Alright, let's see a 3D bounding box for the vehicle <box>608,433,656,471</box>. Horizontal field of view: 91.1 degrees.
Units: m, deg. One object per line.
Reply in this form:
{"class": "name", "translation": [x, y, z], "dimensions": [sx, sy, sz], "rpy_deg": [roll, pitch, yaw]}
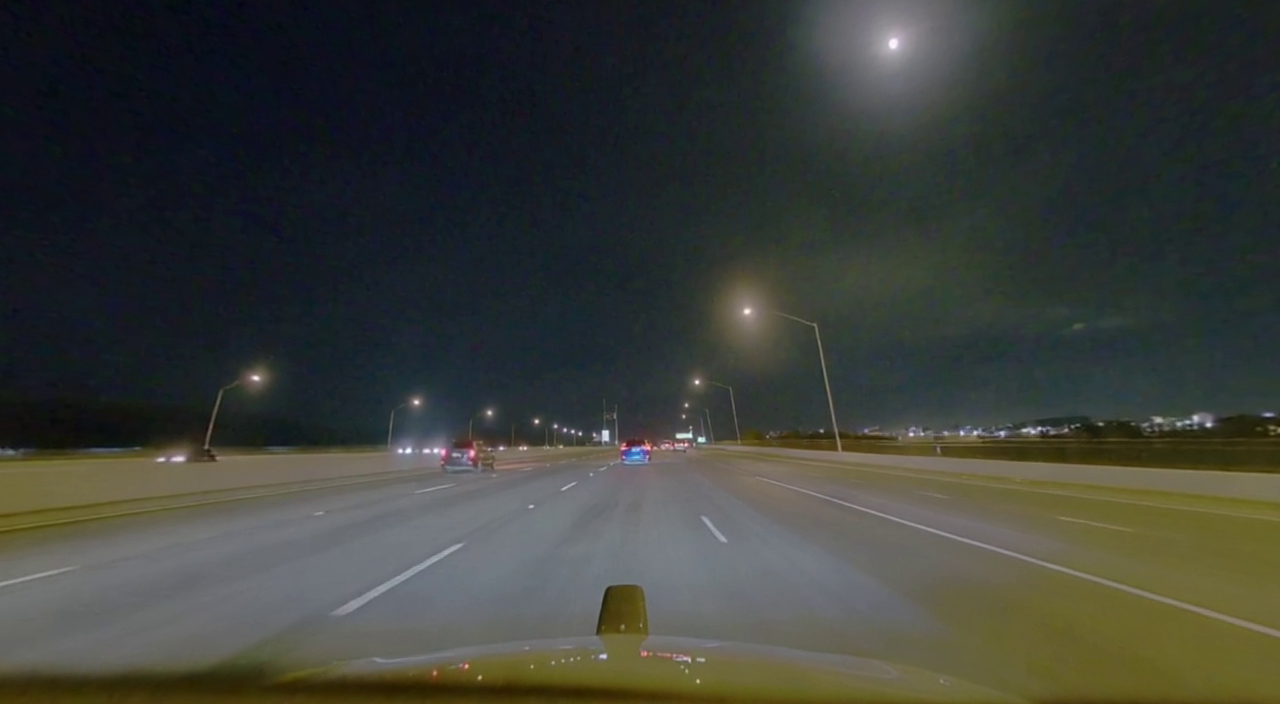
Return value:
{"class": "vehicle", "translation": [-0.312, 4.795, 30.204], "dimensions": [2.155, 1.690, 4.318], "rpy_deg": [0, -9, 1]}

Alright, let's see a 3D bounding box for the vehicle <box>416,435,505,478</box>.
{"class": "vehicle", "translation": [-6.914, 4.076, 24.740], "dimensions": [1.994, 1.519, 4.668], "rpy_deg": [0, -9, 2]}
